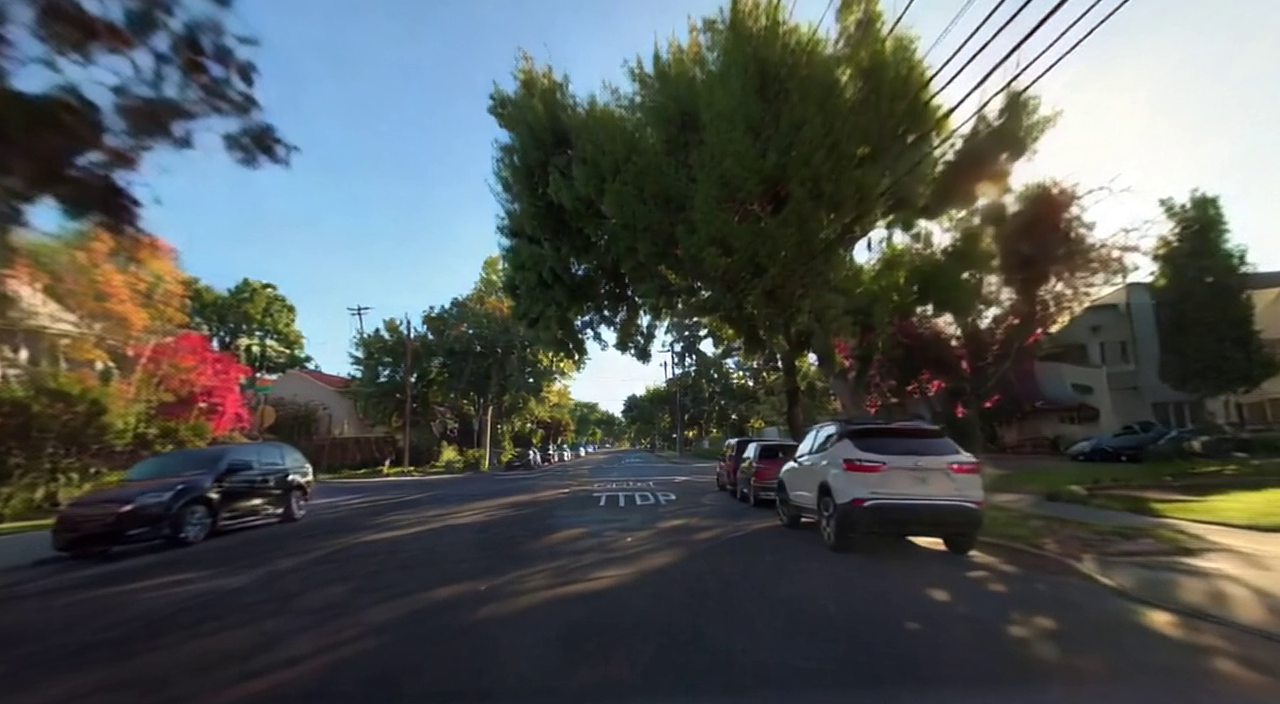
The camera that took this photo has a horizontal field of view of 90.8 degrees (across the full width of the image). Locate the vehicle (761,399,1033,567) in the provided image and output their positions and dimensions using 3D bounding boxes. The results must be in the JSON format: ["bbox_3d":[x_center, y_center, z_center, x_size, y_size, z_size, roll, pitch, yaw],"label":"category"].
[{"bbox_3d":[3.177,1.723,8.988,1.993,1.778,4.311,0,-9,0],"label":"vehicle"}]

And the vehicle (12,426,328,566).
[{"bbox_3d":[-7.281,2.312,10.559,1.980,1.664,4.342,-5,-11,0],"label":"vehicle"}]

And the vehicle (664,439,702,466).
[{"bbox_3d":[2.828,6.747,42.451,2.114,1.708,4.474,0,-9,-1],"label":"vehicle"}]

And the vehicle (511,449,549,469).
[{"bbox_3d":[-7.501,7.357,43.563,1.926,1.307,3.909,0,-9,0],"label":"vehicle"}]

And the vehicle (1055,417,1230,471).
[{"bbox_3d":[19.209,3.534,24.367,4.826,1.933,2.166,1,-8,1],"label":"vehicle"}]
